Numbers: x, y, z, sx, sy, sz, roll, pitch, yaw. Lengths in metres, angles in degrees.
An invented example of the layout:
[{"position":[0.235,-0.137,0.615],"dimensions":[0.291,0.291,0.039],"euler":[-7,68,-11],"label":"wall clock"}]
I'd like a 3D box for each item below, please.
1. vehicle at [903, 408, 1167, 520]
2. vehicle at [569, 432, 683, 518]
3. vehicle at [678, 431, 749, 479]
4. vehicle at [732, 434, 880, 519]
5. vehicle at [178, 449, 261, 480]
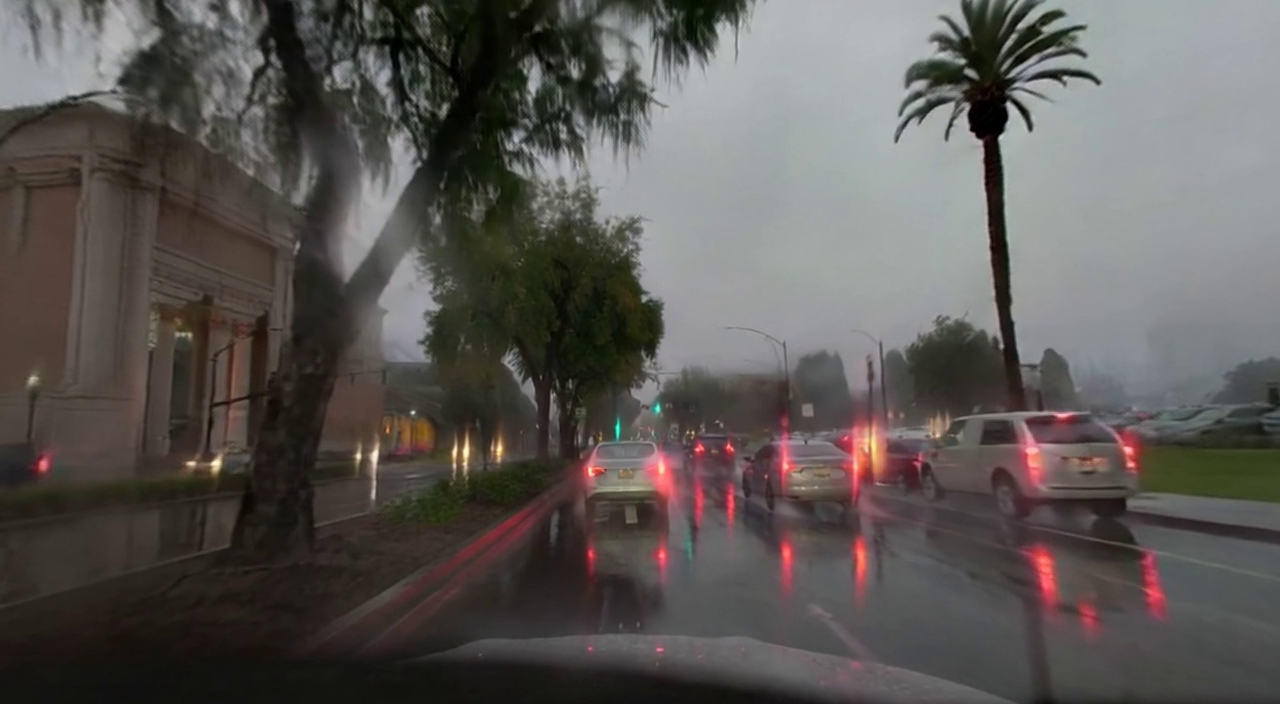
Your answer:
[{"position":[7.977,2.251,13.627],"dimensions":[2.200,1.933,5.123],"euler":[0,-7,-3],"label":"vehicle"},{"position":[-0.275,2.490,13.265],"dimensions":[2.050,1.521,3.747],"euler":[0,-8,-1],"label":"vehicle"},{"position":[3.109,4.613,28.708],"dimensions":[2.127,1.854,7.971],"euler":[0,-8,-1],"label":"vehicle"},{"position":[3.225,2.500,13.222],"dimensions":[1.833,1.465,4.258],"euler":[0,-8,-2],"label":"vehicle"},{"position":[-24.580,6.582,37.153],"dimensions":[1.870,1.636,4.375],"euler":[0,-8,0],"label":"vehicle"}]
